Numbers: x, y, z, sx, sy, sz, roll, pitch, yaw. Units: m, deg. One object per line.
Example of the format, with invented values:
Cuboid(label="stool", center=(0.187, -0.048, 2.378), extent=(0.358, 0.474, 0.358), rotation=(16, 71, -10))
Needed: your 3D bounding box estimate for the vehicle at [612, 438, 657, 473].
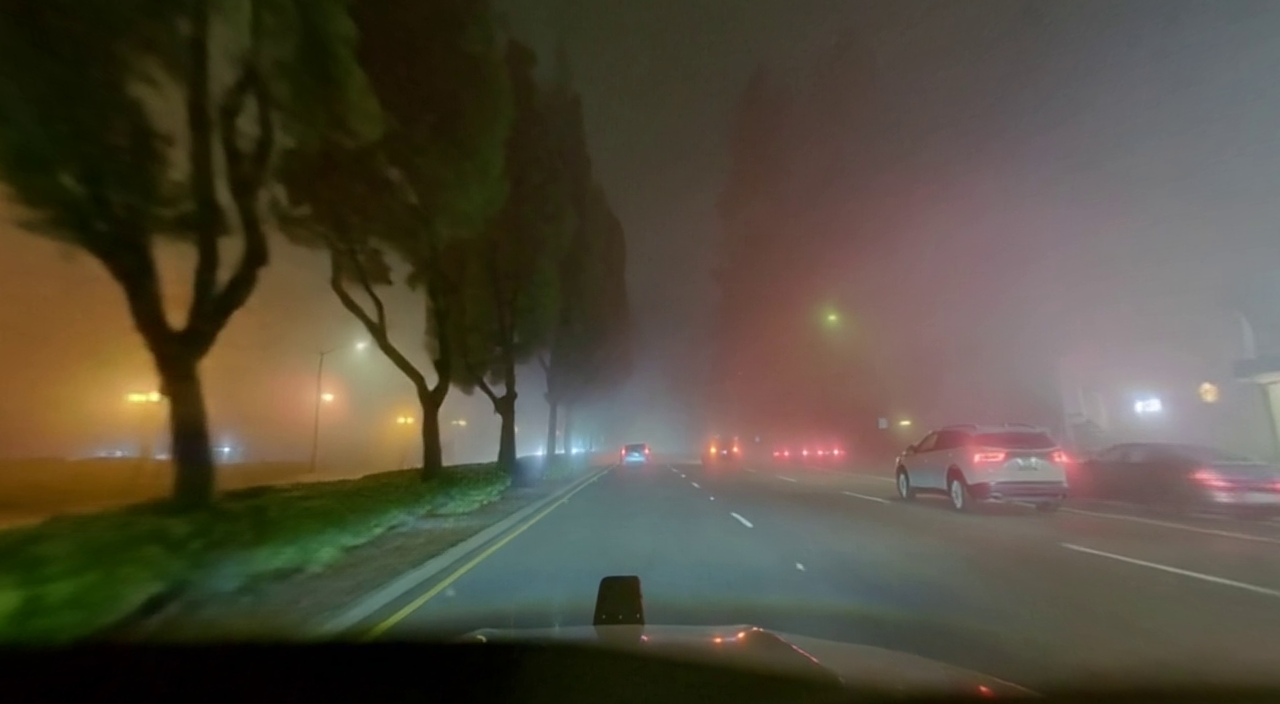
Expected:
Cuboid(label="vehicle", center=(-0.249, 4.982, 30.480), extent=(2.037, 1.568, 3.693), rotation=(0, -8, 0))

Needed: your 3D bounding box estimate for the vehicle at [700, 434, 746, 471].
Cuboid(label="vehicle", center=(4.440, 5.417, 34.310), extent=(1.955, 1.845, 4.538), rotation=(0, -8, 1))

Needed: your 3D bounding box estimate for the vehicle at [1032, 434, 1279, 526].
Cuboid(label="vehicle", center=(10.454, 2.469, 12.899), extent=(1.811, 1.505, 4.646), rotation=(0, -8, -2))

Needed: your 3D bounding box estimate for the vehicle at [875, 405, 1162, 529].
Cuboid(label="vehicle", center=(7.007, 2.218, 12.795), extent=(2.240, 1.923, 5.678), rotation=(0, -8, 0))
